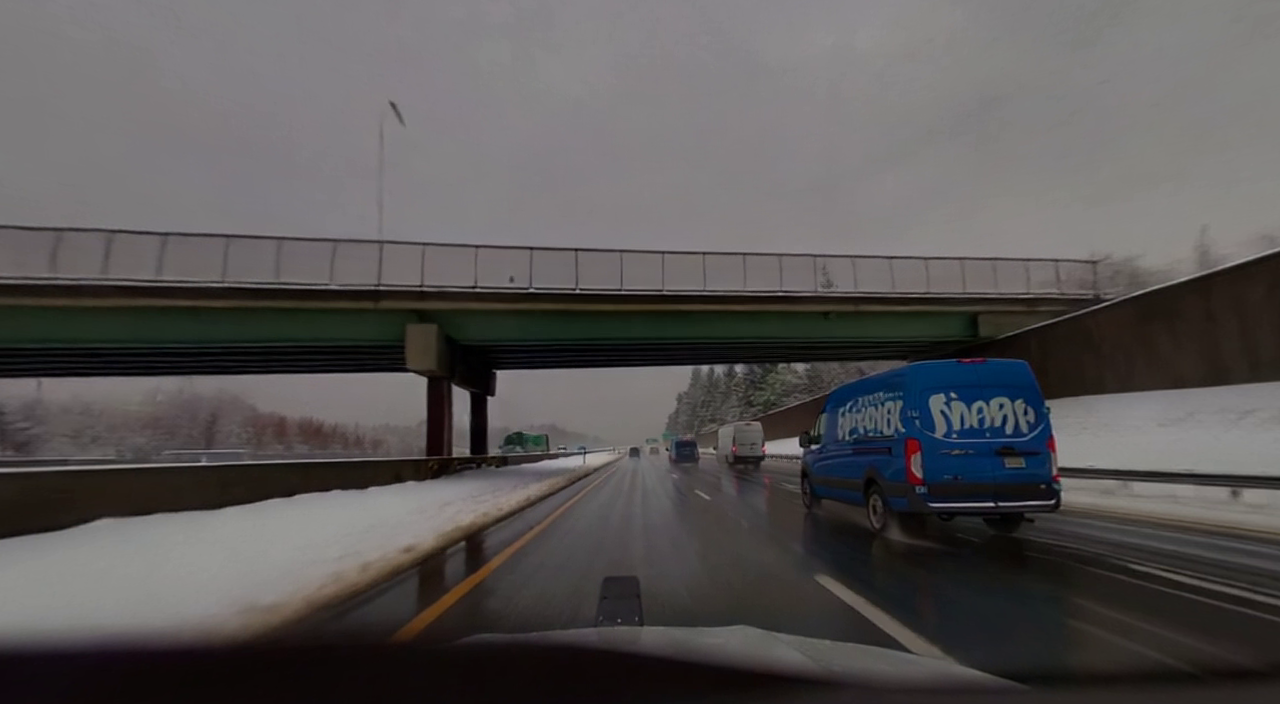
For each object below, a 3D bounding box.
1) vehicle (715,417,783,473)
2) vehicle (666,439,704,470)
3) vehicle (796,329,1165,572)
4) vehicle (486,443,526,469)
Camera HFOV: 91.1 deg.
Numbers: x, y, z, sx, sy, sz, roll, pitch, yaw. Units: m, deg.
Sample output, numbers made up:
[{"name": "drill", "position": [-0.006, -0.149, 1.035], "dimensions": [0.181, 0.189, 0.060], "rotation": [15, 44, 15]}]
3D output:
[{"name": "vehicle", "position": [6.807, 5.979, 40.441], "dimensions": [2.761, 3.225, 7.624], "rotation": [0, -9, -2]}, {"name": "vehicle", "position": [2.908, 6.762, 41.573], "dimensions": [2.007, 1.943, 5.010], "rotation": [0, -9, -2]}, {"name": "vehicle", "position": [4.399, 1.479, 9.743], "dimensions": [2.283, 2.631, 5.719], "rotation": [0, -9, -2]}, {"name": "vehicle", "position": [-9.122, 7.124, 43.192], "dimensions": [1.827, 1.612, 4.182], "rotation": [0, -9, 0]}]
